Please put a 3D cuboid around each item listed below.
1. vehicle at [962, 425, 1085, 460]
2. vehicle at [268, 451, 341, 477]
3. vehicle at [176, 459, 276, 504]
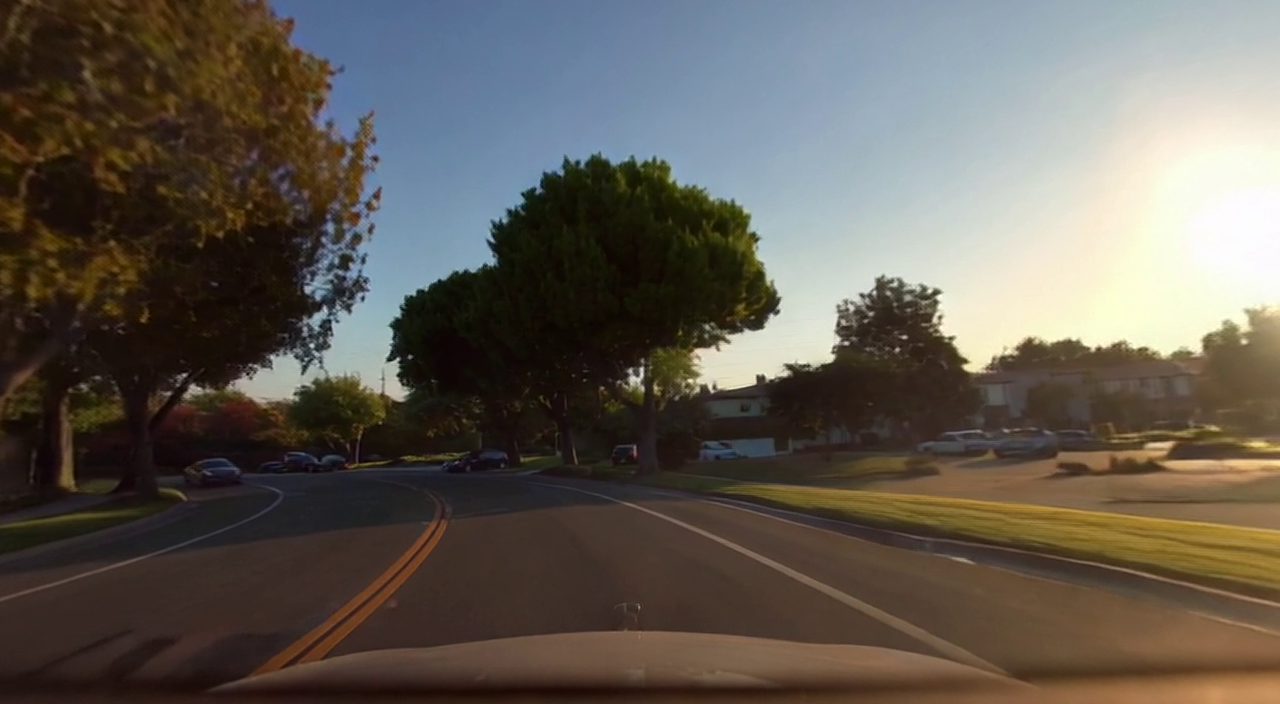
[{"bbox_3d":[17.491,4.174,29.036,4.462,1.474,1.765,-3,-9,18],"label":"vehicle"},{"bbox_3d":[-25.670,8.510,48.309,5.202,1.817,2.042,-4,-9,25],"label":"vehicle"},{"bbox_3d":[-15.707,4.842,24.224,2.772,1.161,7.241,1,-8,-32],"label":"vehicle"}]
